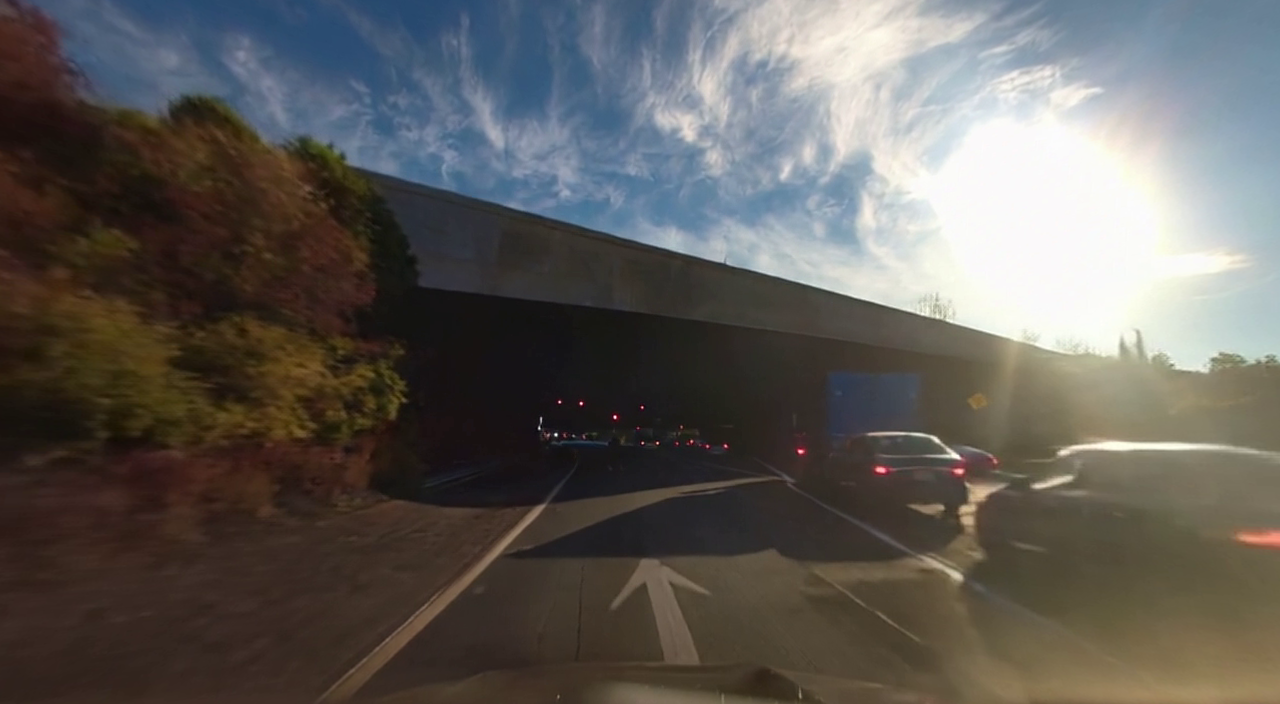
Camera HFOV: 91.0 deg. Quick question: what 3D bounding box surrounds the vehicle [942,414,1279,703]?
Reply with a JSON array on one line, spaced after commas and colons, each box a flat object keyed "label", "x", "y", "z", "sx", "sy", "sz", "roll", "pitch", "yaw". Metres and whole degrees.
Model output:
[{"label": "vehicle", "x": 3.903, "y": 1.255, "z": 4.451, "sx": 1.947, "sy": 1.475, "sz": 3.962, "roll": -1, "pitch": -8, "yaw": 7}]

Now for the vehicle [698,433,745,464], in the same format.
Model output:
[{"label": "vehicle", "x": 4.741, "y": 5.679, "z": 37.190, "sx": 1.917, "sy": 1.748, "sz": 4.003, "roll": 0, "pitch": -8, "yaw": -5}]

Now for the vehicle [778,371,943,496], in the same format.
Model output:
[{"label": "vehicle", "x": 6.181, "y": 2.530, "z": 19.247, "sx": 2.625, "sy": 2.975, "sz": 8.237, "roll": -1, "pitch": -8, "yaw": 4}]

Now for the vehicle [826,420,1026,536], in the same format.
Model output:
[{"label": "vehicle", "x": 4.794, "y": 2.144, "z": 11.358, "sx": 1.926, "sy": 1.650, "sz": 4.315, "roll": -1, "pitch": -8, "yaw": 6}]
